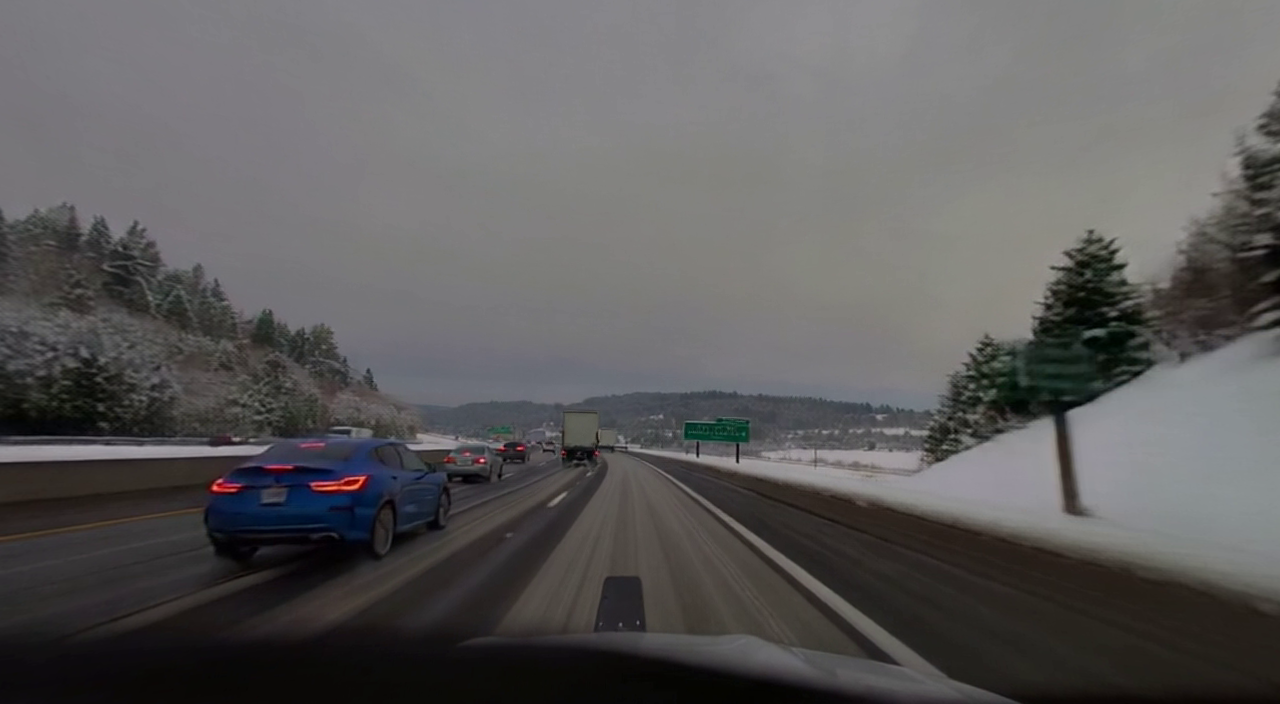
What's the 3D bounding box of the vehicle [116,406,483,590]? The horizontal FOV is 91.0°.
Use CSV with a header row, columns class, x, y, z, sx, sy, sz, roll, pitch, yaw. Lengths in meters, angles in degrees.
class,x,y,z,sx,sy,sz,roll,pitch,yaw
vehicle,-3.761,1.716,8.267,2.180,1.685,4.668,1,-9,0
